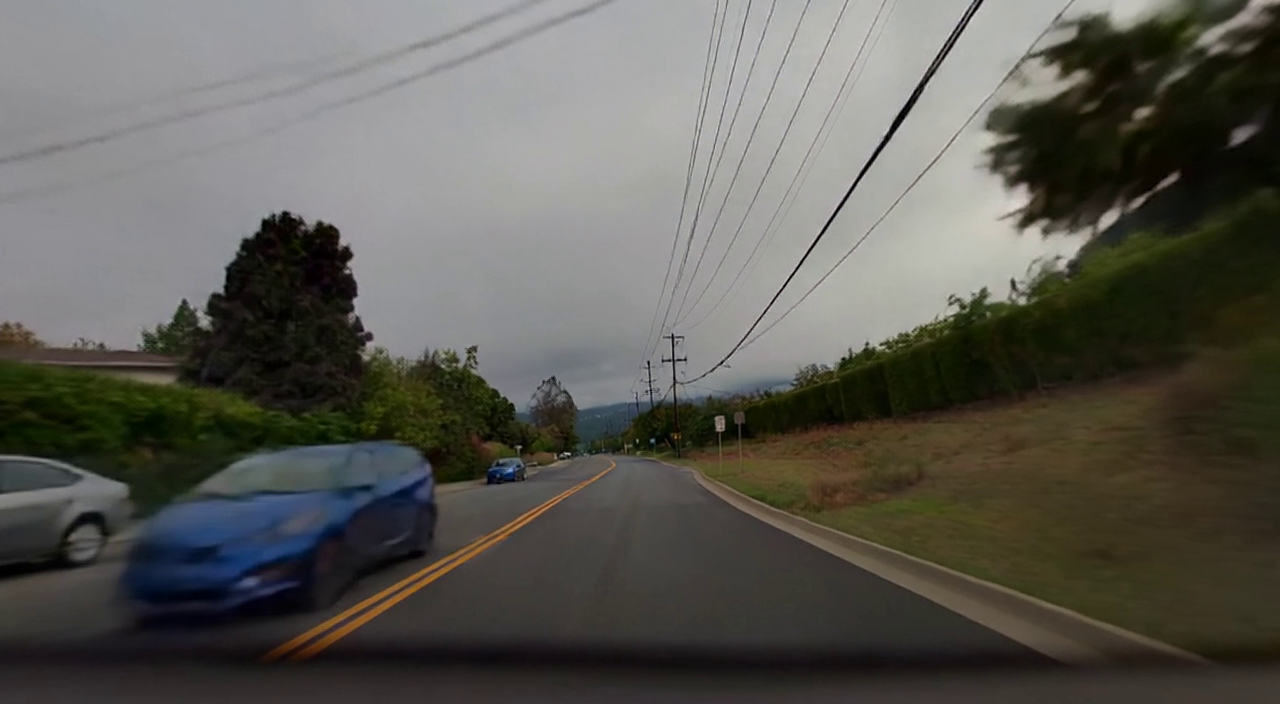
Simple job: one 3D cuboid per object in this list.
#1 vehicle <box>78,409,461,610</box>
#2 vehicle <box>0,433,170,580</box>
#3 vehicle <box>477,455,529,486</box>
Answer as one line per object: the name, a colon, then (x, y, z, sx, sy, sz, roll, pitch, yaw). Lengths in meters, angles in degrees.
vehicle: (-3.874, 1.711, 7.807, 2.109, 1.738, 4.405, 0, -9, -1)
vehicle: (-7.683, 1.692, 6.670, 1.940, 1.514, 4.544, -4, -11, 0)
vehicle: (-8.241, 7.152, 38.499, 2.114, 1.693, 4.468, 0, -9, 1)
